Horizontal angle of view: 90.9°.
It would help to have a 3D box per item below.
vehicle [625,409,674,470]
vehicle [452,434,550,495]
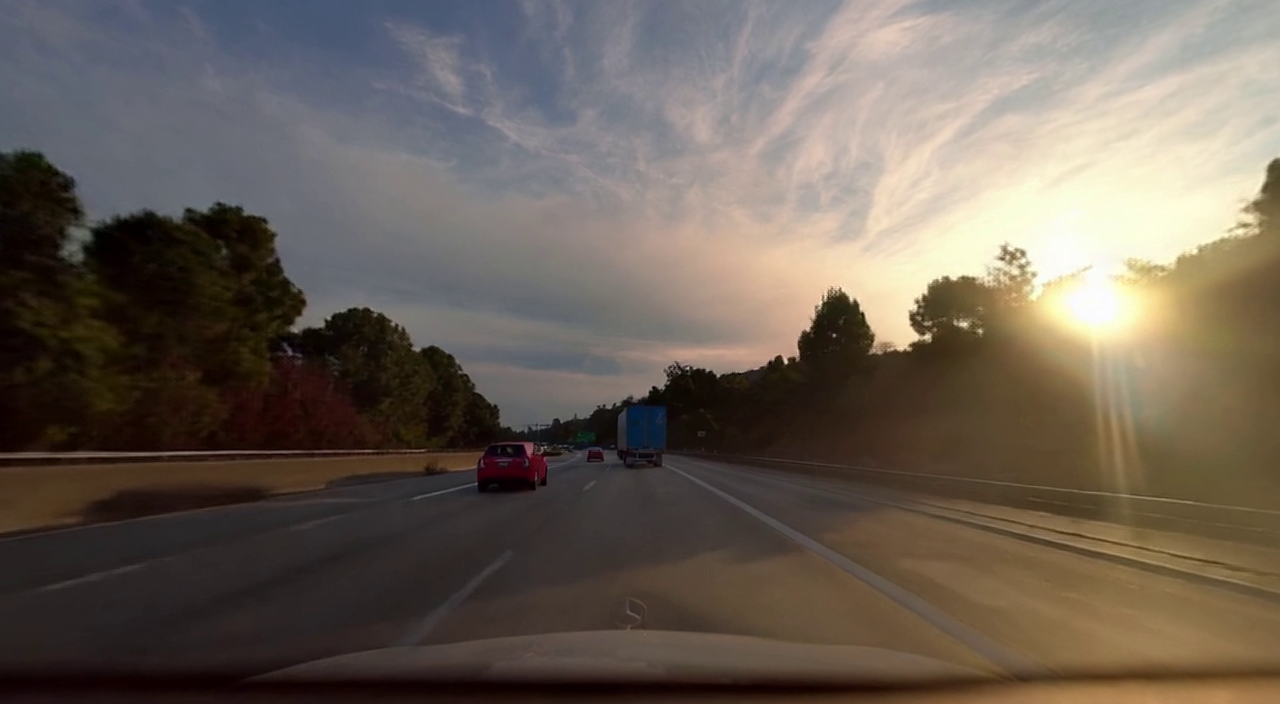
[{"bbox_3d":[0.470,5.937,42.441,2.893,3.628,9.081,0,-9,-2],"label":"vehicle"},{"bbox_3d":[-3.962,3.279,18.680,1.977,1.602,3.944,0,-9,1],"label":"vehicle"}]
